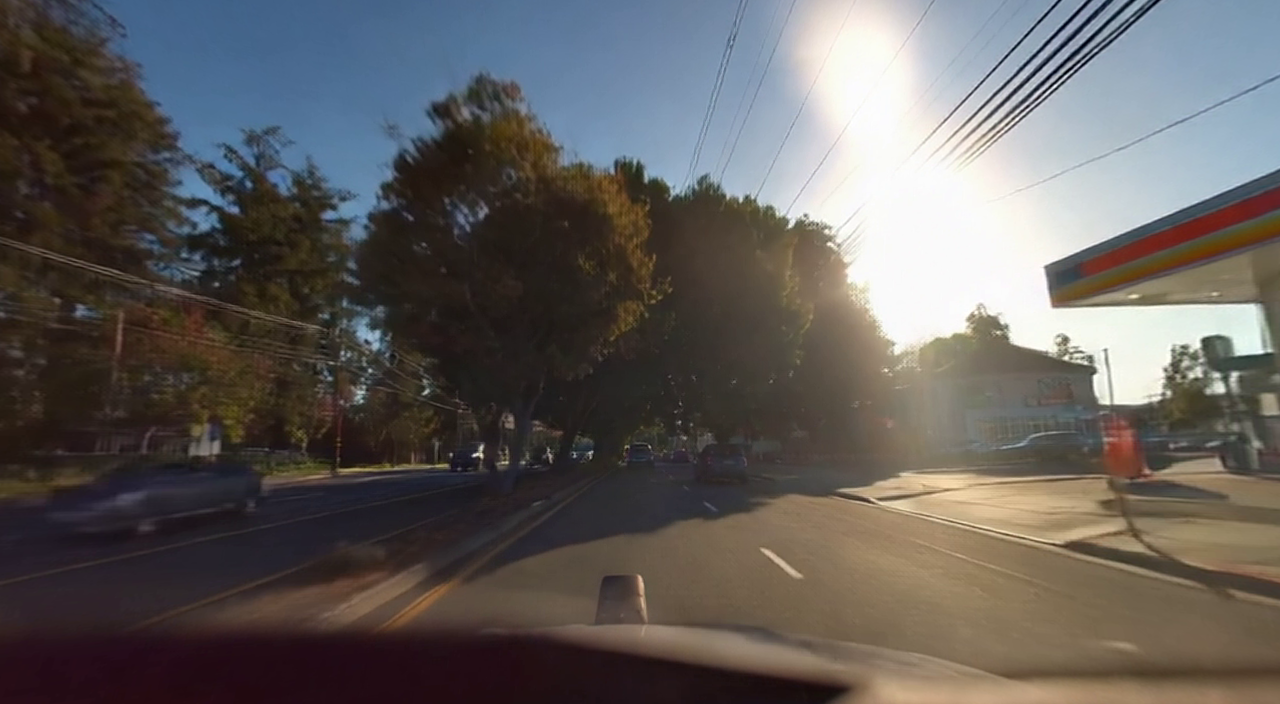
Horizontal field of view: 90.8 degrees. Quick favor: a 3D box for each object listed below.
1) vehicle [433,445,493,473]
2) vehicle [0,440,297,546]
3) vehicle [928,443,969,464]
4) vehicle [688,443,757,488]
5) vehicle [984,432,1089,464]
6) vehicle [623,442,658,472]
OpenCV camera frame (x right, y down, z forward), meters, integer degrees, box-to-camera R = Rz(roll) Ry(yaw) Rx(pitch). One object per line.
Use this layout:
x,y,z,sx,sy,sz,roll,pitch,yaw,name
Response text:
-11.869,7.216,42.894,2.383,1.725,5.760,-1,-8,0,vehicle
-8.400,2.350,11.308,1.953,1.470,4.522,-1,-8,0,vehicle
24.417,7.954,49.848,2.071,1.528,4.644,-6,-10,35,vehicle
3.152,4.413,24.993,1.990,1.592,4.294,0,-8,-2,vehicle
23.082,5.600,36.979,2.187,1.757,4.663,3,-9,-22,vehicle
-0.001,6.700,40.525,2.163,1.825,4.073,0,-8,-1,vehicle
